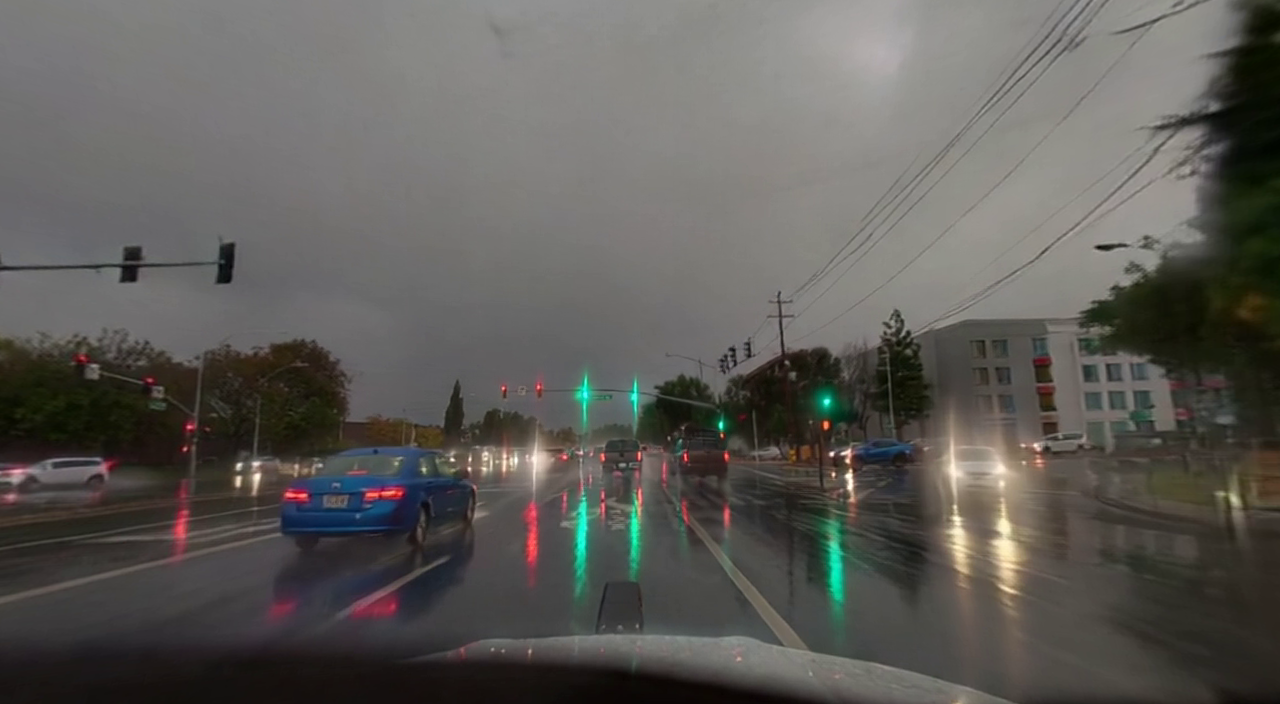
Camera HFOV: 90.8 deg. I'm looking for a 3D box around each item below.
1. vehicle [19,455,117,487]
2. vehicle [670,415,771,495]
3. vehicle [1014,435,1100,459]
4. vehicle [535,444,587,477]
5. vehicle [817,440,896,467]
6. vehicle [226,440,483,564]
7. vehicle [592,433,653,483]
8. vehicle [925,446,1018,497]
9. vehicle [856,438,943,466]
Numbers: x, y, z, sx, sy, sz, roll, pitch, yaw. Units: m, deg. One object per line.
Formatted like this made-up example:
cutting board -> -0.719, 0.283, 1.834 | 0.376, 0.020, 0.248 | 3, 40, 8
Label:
vehicle -> -33.395, 6.884, 36.900 | 4.471, 1.721, 2.184 | -3, -9, 19
vehicle -> 2.852, 3.968, 24.593 | 2.905, 2.636, 6.895 | 0, -9, -1
vehicle -> 30.875, 7.062, 46.839 | 4.848, 1.769, 2.301 | 2, -9, -9
vehicle -> -4.394, 6.124, 35.855 | 2.273, 1.749, 4.385 | 0, -9, 1
vehicle -> 14.997, 7.057, 43.937 | 4.681, 1.756, 2.109 | 2, -9, -10
vehicle -> -4.075, 2.186, 10.066 | 1.939, 1.494, 4.499 | 0, -9, 1
vehicle -> -0.723, 5.025, 30.325 | 2.643, 2.145, 5.585 | 0, -9, 1
vehicle -> 10.690, 3.828, 20.719 | 2.212, 1.466, 4.126 | -4, -9, 21
vehicle -> 16.968, 6.536, 41.329 | 4.782, 1.768, 2.152 | 2, -9, -12
